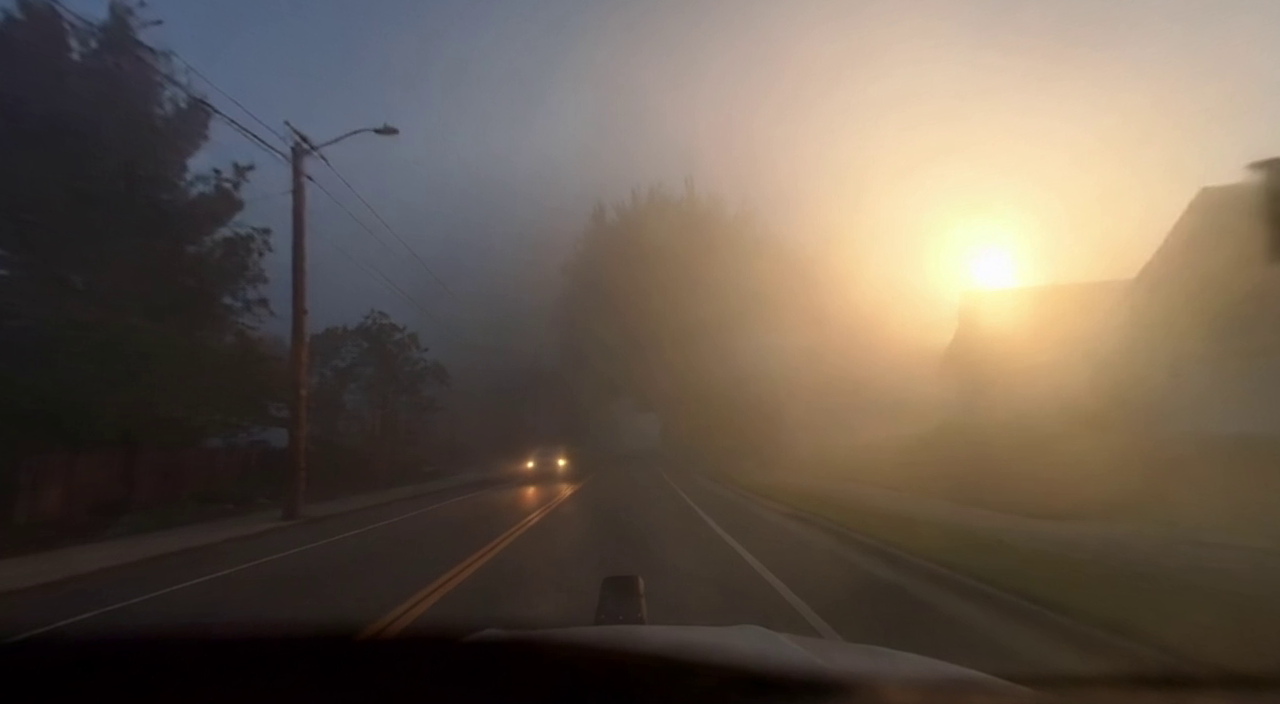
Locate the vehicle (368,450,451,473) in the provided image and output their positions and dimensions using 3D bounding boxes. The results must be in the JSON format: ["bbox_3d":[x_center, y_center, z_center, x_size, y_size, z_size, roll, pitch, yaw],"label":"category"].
[{"bbox_3d":[-15.330,7.289,42.137,4.779,1.453,1.970,-2,-9,10],"label":"vehicle"}]

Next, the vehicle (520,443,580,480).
[{"bbox_3d":[-3.967,4.915,28.637,1.996,1.519,4.559,0,-9,0],"label":"vehicle"}]
